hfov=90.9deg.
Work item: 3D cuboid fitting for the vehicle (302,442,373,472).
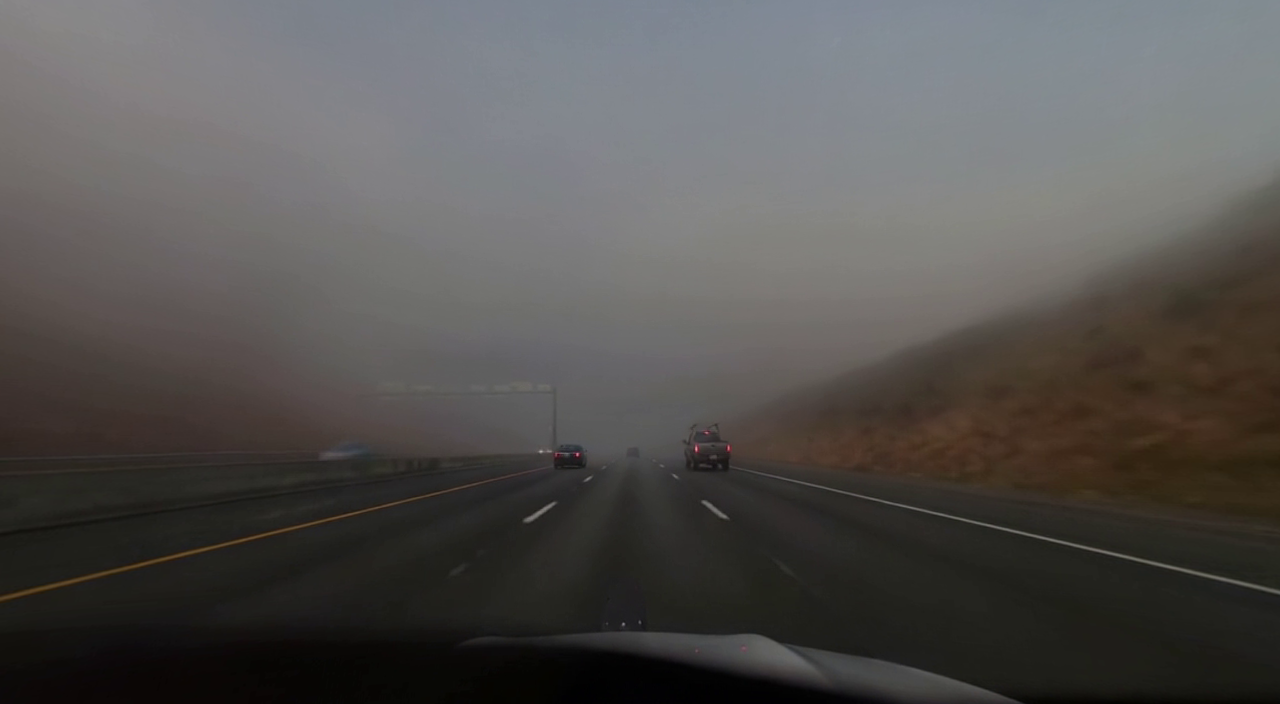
[{"bbox_3d":[-15.876,5.521,33.300,1.833,1.441,3.972,0,-9,-1],"label":"vehicle"}]

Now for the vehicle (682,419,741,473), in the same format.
[{"bbox_3d":[3.735,5.085,33.996,2.361,2.636,5.684,0,-9,-1],"label":"vehicle"}]

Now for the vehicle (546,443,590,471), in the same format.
[{"bbox_3d":[-4.155,6.167,37.242,2.054,1.529,4.368,0,-9,1],"label":"vehicle"}]
